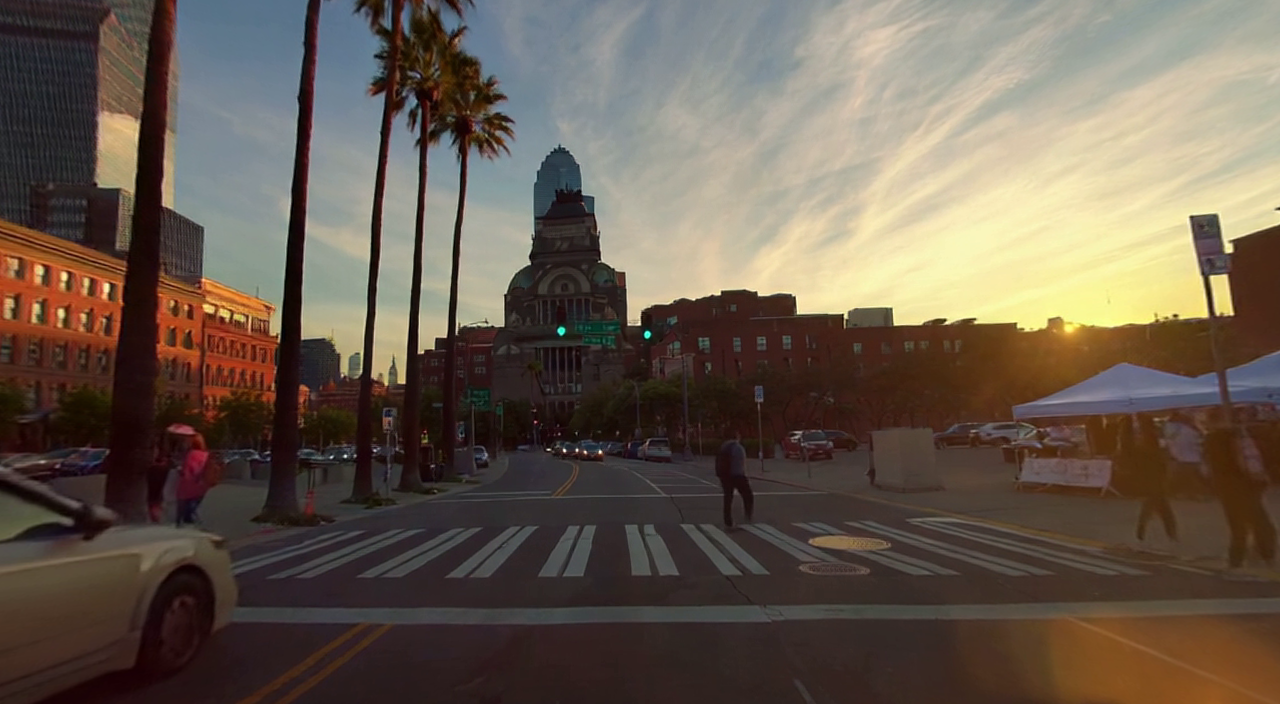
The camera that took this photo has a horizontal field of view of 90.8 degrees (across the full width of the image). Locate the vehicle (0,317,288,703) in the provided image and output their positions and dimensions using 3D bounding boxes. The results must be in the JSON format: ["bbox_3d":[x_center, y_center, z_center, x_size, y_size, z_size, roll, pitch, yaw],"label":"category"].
[{"bbox_3d":[-3.237,0.632,1.619,1.948,1.674,4.668,0,-8,0],"label":"vehicle"}]

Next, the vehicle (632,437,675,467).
[{"bbox_3d":[0.915,7.348,46.616,2.322,2.071,5.366,1,-9,-9],"label":"vehicle"}]
